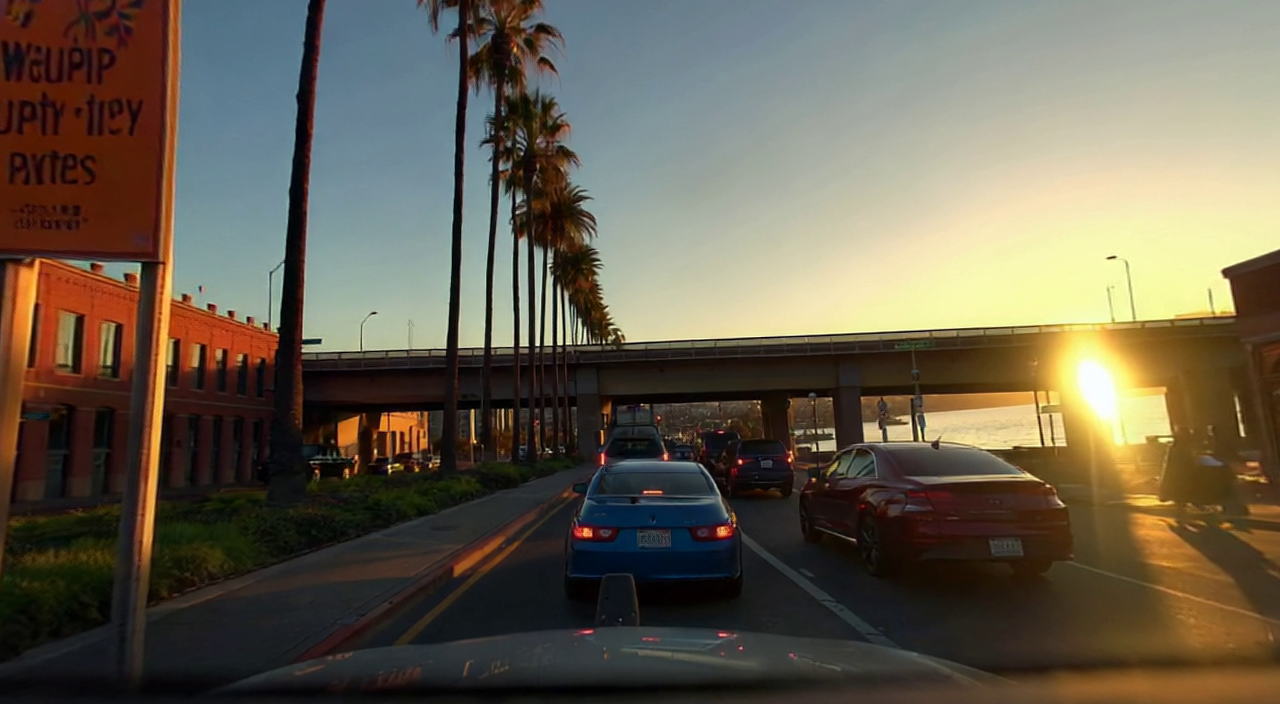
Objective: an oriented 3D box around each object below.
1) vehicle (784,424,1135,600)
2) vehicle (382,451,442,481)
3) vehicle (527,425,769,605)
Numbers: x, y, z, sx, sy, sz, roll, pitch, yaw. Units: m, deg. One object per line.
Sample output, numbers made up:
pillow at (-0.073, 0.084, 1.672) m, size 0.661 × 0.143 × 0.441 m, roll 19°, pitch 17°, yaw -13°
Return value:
vehicle at (3.267, 1.717, 7.716) m, size 1.920 × 1.490 × 4.417 m, roll 0°, pitch -9°, yaw -1°
vehicle at (-14.954, 7.468, 41.679) m, size 2.104 × 1.802 × 4.852 m, roll 0°, pitch -9°, yaw 0°
vehicle at (0.061, 1.669, 7.276) m, size 2.048 × 1.503 × 3.681 m, roll 0°, pitch -9°, yaw 0°
